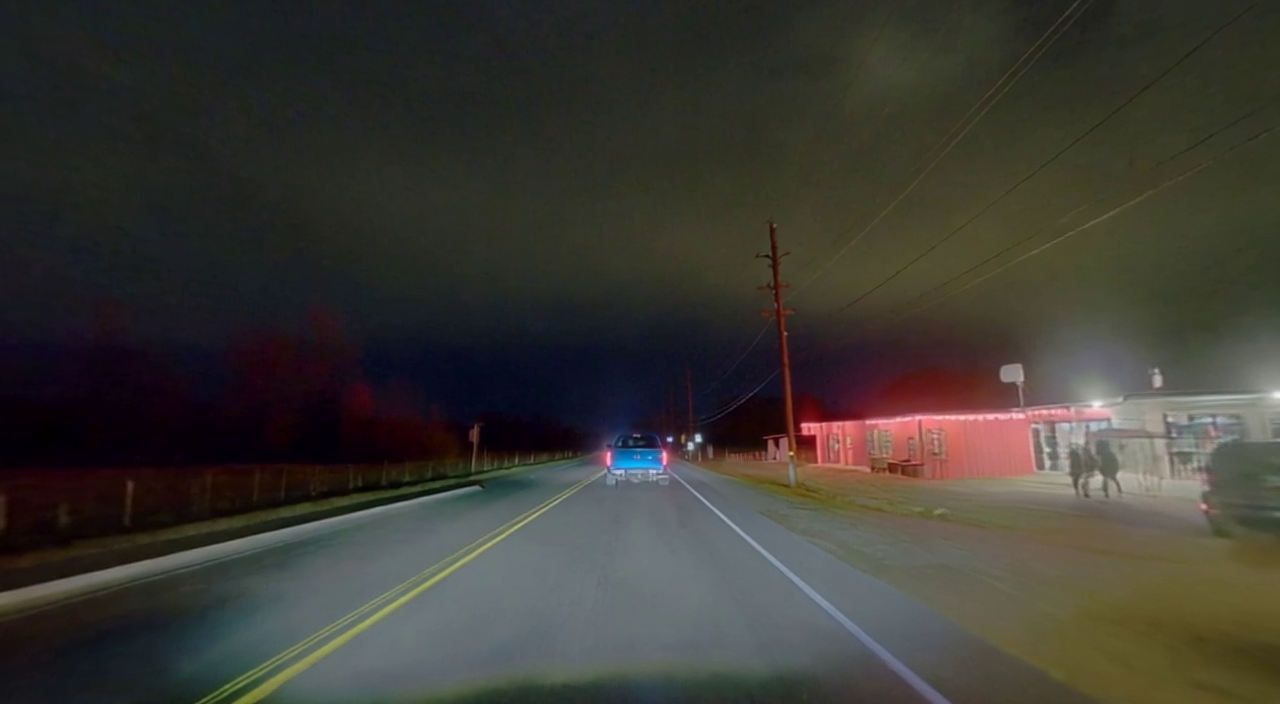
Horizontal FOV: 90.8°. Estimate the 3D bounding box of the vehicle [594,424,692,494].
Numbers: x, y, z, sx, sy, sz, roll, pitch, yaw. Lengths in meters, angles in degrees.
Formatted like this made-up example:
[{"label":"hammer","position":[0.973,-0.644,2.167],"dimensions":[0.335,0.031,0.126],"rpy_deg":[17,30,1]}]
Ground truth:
[{"label":"vehicle","position":[0.057,3.713,22.483],"dimensions":[2.921,2.031,7.416],"rpy_deg":[0,-8,0]}]
